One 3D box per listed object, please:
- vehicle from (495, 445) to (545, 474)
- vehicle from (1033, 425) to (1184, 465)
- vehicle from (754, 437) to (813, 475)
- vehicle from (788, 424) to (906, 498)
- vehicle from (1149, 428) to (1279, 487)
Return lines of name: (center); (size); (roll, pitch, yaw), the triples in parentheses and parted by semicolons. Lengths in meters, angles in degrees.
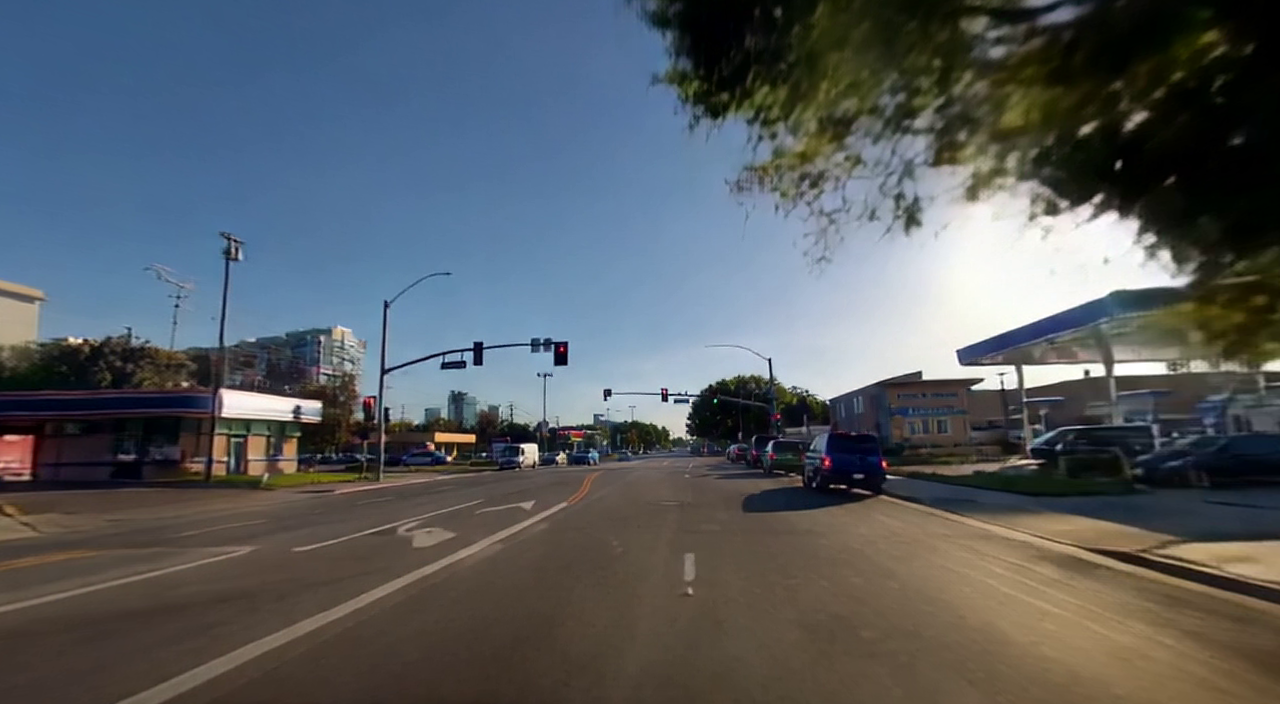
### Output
vehicle: (-9.037, 8.156, 48.212); (2.214, 1.994, 5.721); (-1, -9, 6)
vehicle: (19.086, 3.839, 25.936); (4.421, 1.548, 2.061); (-1, -9, 6)
vehicle: (7.038, 5.188, 31.602); (1.995, 1.720, 5.067); (-1, -9, 3)
vehicle: (5.954, 3.209, 18.927); (2.194, 1.896, 5.049); (-1, -9, 5)
vehicle: (16.602, 2.858, 17.338); (1.919, 1.411, 4.440); (-1, -9, 7)
